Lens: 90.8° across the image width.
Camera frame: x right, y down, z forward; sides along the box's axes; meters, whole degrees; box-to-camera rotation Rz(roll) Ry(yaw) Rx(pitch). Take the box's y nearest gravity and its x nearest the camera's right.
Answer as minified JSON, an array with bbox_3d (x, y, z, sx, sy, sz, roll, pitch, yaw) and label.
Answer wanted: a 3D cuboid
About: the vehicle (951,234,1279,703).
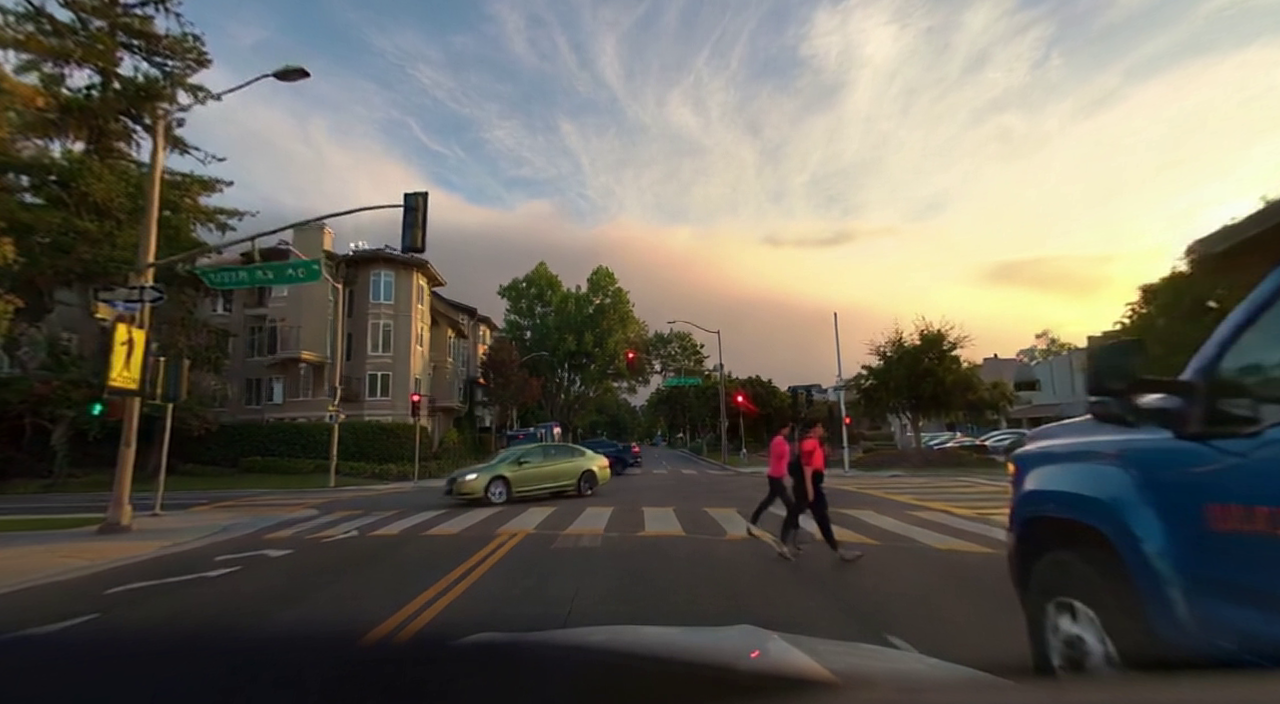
[{"bbox_3d":[3.043,0.532,1.032,2.177,2.015,5.463,0,-8,-1],"label":"vehicle"}]

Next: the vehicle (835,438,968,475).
[{"bbox_3d":[11.403,4.525,27.630,5.158,1.470,2.012,-4,-9,26],"label":"vehicle"}]

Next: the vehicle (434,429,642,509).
[{"bbox_3d":[-2.293,2.748,15.415,1.979,1.630,4.771,-8,-11,43],"label":"vehicle"}]
